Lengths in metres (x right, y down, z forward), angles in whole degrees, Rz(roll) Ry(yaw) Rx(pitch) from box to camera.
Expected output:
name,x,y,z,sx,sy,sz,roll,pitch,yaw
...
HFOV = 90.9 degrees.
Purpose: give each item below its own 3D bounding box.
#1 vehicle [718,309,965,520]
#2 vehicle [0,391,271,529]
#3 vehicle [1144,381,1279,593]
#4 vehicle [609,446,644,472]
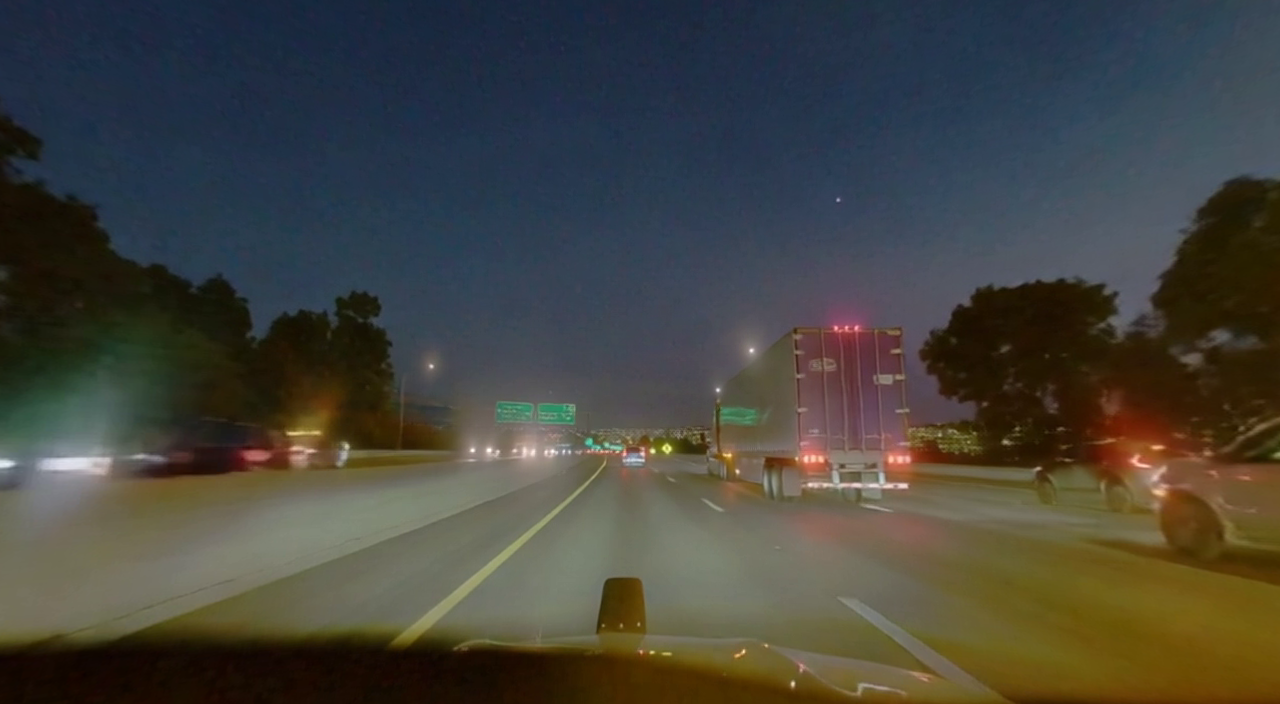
name,x,y,z,sx,sy,sz,roll,pitch,yaw
vehicle,4.672,2.227,19.025,2.890,4.006,14.039,0,-9,0
vehicle,-7.873,1.560,9.369,1.839,1.512,4.771,0,-9,1
vehicle,6.764,1.024,4.498,2.128,1.872,5.043,0,-9,0
vehicle,-0.831,6.799,40.197,2.111,1.599,3.859,0,-9,-1
